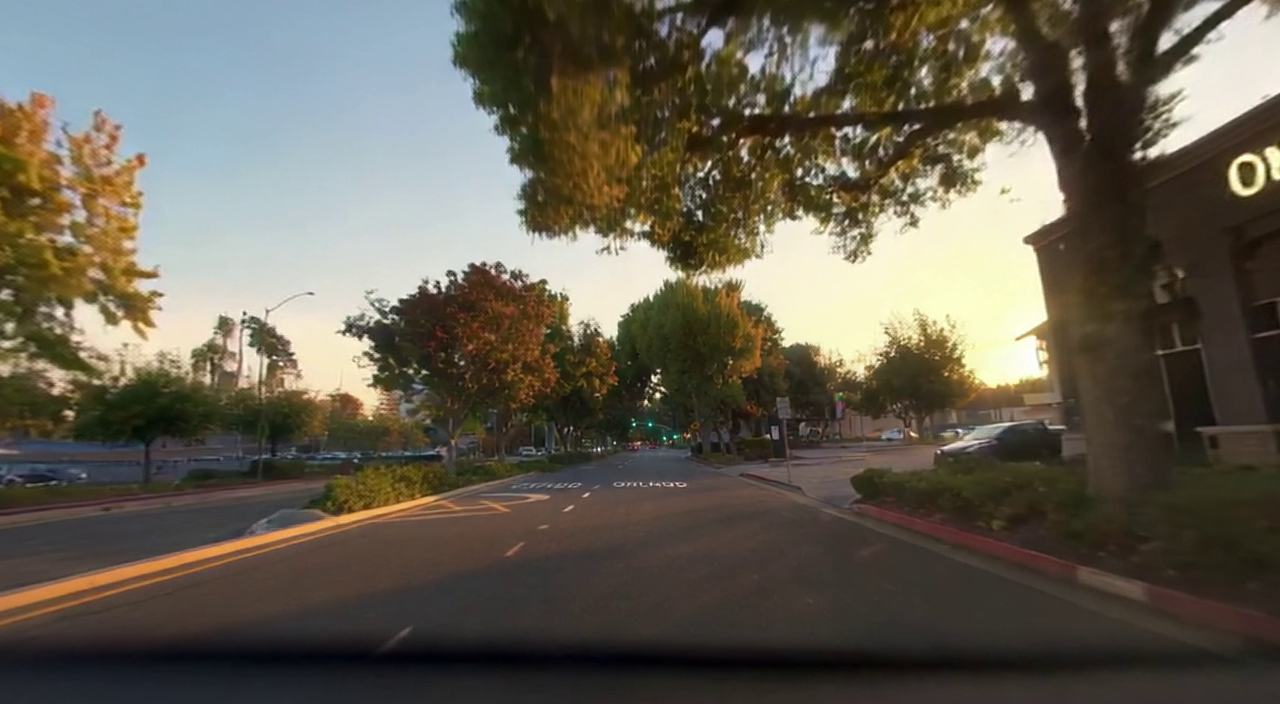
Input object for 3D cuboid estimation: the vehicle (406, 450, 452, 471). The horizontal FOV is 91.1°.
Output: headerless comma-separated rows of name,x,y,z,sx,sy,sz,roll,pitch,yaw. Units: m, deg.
vehicle,-16.697,8.601,49.979,1.861,1.541,4.530,-1,-9,3
